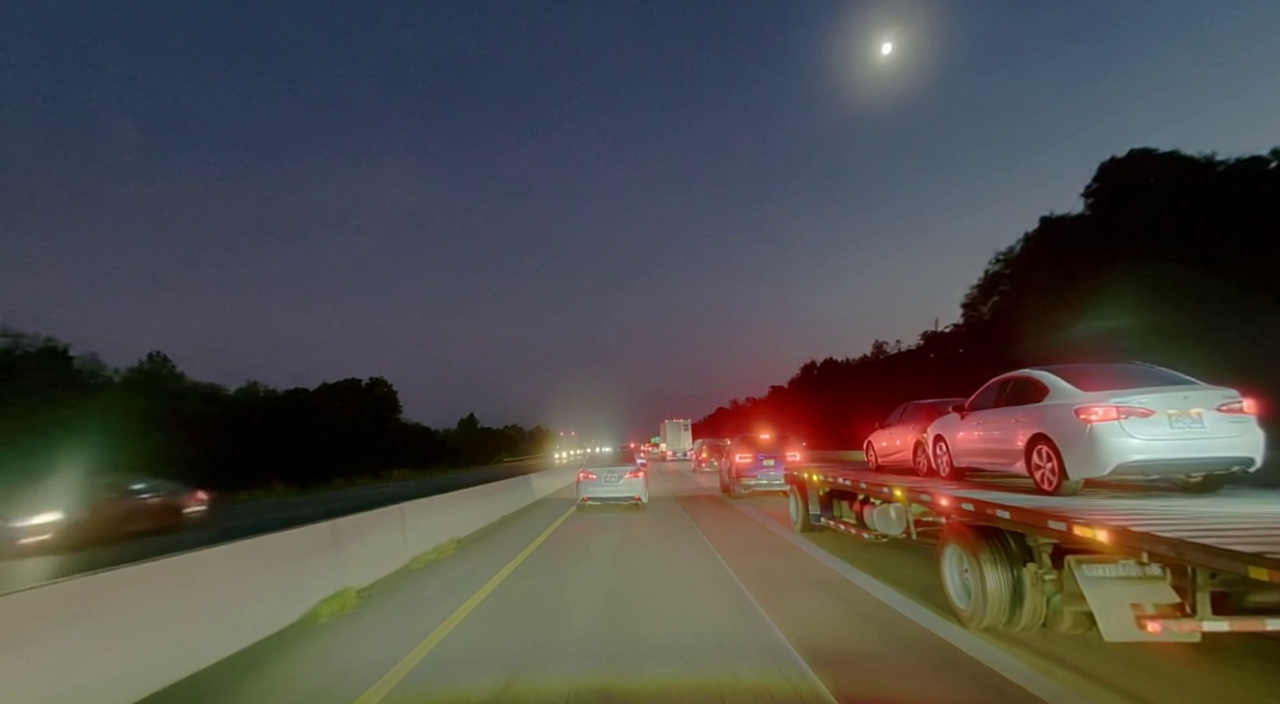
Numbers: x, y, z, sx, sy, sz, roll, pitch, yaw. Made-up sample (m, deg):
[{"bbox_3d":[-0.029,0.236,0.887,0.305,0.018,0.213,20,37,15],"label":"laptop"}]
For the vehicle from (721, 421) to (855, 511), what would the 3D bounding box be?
[{"bbox_3d":[3.407,2.747,15.443,2.303,1.889,3.920,0,-9,0],"label":"vehicle"}]

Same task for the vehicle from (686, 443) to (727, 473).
[{"bbox_3d":[3.938,6.321,37.784,1.938,1.660,4.223,0,-9,0],"label":"vehicle"}]

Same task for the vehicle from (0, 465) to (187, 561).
[{"bbox_3d":[-11.341,3.007,12.338,2.089,1.482,3.770,0,-9,0],"label":"vehicle"}]

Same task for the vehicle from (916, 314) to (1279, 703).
[{"bbox_3d":[3.472,0.894,3.352,1.959,1.783,4.407,0,-9,0],"label":"vehicle"}]

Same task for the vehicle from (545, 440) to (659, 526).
[{"bbox_3d":[-0.672,2.589,12.913,1.991,1.466,3.675,0,-9,0],"label":"vehicle"}]
